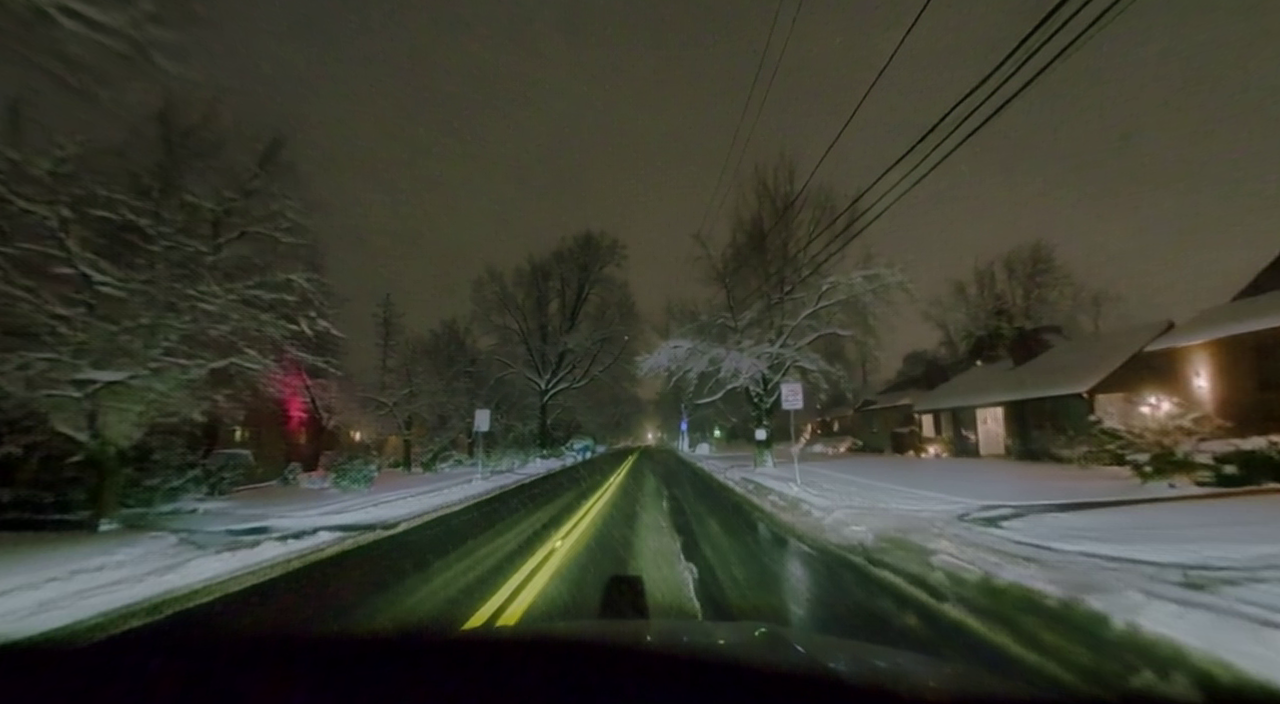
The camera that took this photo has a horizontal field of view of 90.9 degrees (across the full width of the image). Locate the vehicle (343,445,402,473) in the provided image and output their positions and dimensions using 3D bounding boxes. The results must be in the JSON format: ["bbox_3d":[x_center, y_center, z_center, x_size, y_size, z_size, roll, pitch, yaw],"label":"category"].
[{"bbox_3d":[-17.225,6.877,40.812,1.903,1.500,4.214,-3,-7,1],"label":"vehicle"}]

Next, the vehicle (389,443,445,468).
[{"bbox_3d":[-14.353,6.665,40.771,1.830,1.495,4.641,0,-9,1],"label":"vehicle"}]
